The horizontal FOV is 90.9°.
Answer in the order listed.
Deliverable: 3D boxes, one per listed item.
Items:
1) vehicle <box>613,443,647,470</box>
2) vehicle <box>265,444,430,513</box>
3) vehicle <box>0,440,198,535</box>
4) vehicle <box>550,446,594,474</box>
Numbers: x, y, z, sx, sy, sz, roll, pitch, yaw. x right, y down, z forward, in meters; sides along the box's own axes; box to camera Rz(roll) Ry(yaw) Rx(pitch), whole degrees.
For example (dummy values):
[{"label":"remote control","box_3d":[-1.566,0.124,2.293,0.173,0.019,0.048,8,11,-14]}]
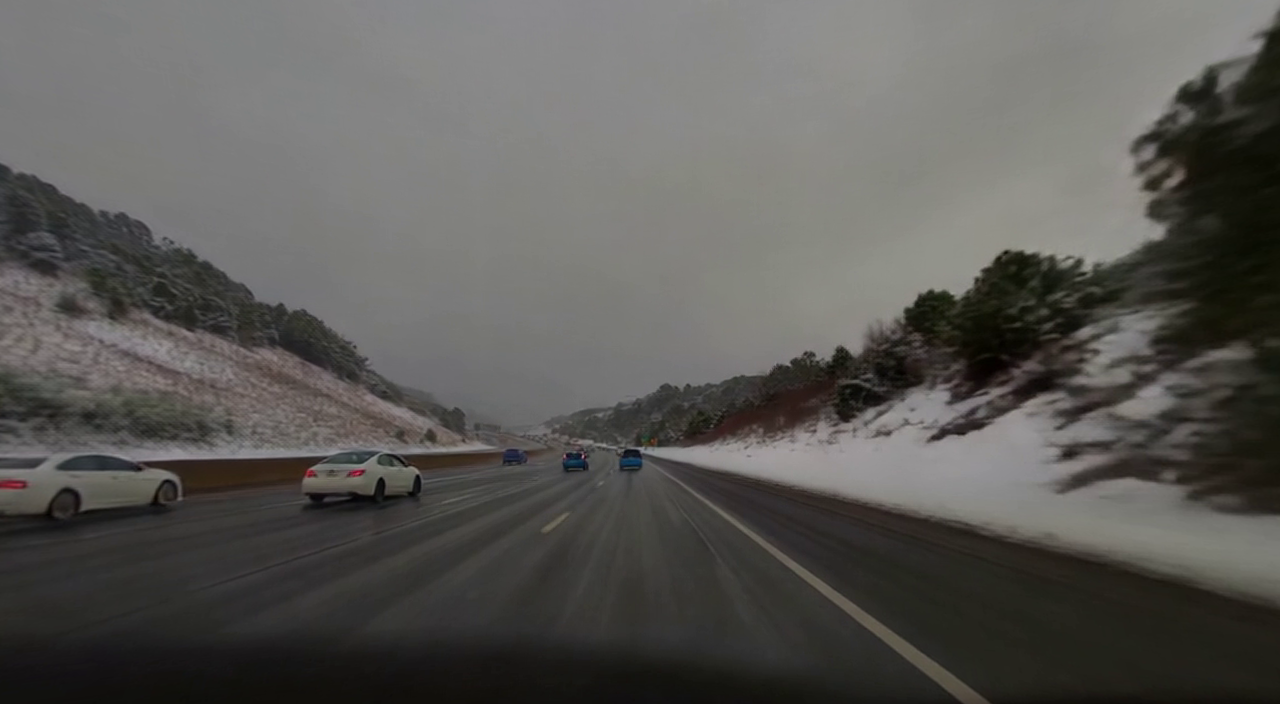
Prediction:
[{"label":"vehicle","box_3d":[-0.726,6.995,42.581,2.225,1.674,4.044,0,-8,-2]},{"label":"vehicle","box_3d":[-7.027,3.040,15.741,1.991,1.441,4.265,0,-8,1]},{"label":"vehicle","box_3d":[-11.202,2.435,11.948,2.048,1.501,4.898,0,-8,1]},{"label":"vehicle","box_3d":[-3.921,6.319,37.166,2.144,1.505,4.649,0,-8,-1]}]
